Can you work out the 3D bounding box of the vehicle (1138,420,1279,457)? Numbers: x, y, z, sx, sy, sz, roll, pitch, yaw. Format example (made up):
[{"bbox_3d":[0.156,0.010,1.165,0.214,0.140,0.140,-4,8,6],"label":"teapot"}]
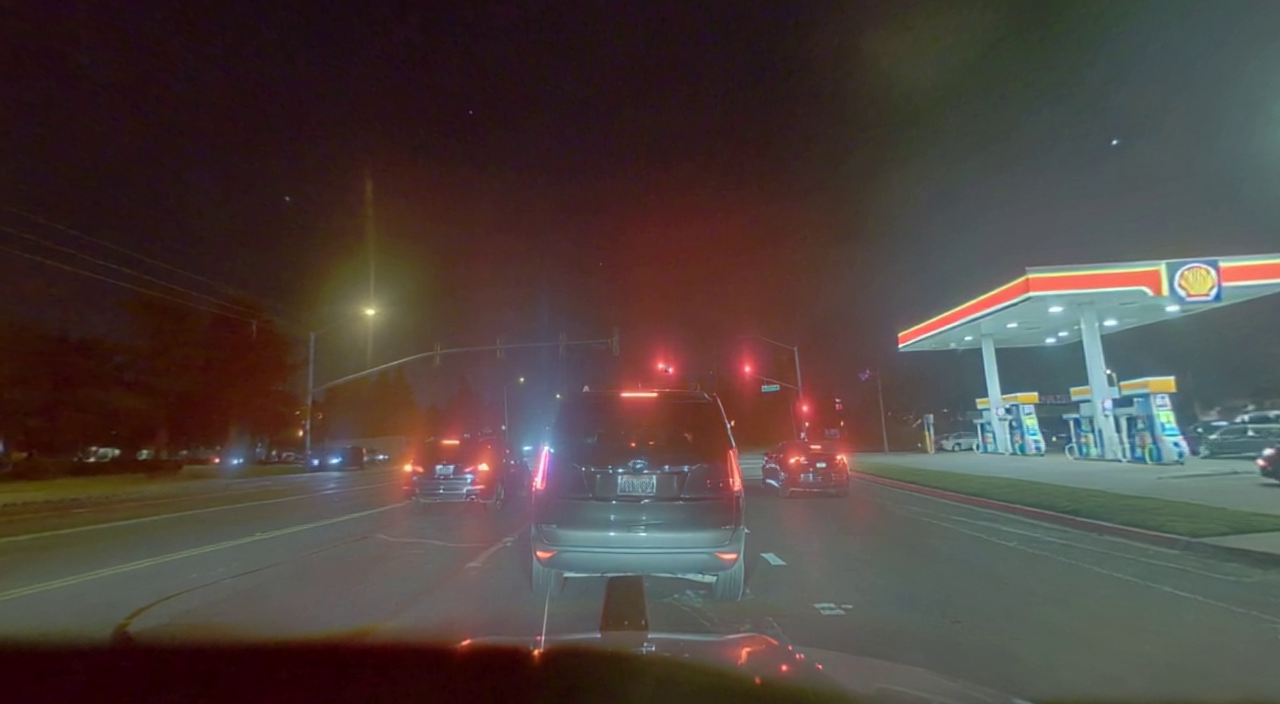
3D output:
[{"bbox_3d":[25.966,3.967,28.776,4.551,1.616,1.973,-2,-9,11],"label":"vehicle"}]

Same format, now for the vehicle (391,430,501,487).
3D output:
[{"bbox_3d":[-6.632,3.708,22.200,2.065,1.753,4.525,-1,-9,6],"label":"vehicle"}]

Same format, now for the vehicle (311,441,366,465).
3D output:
[{"bbox_3d":[-23.318,7.806,48.920,1.988,1.741,4.522,0,-9,0],"label":"vehicle"}]

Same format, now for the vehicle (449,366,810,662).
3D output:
[{"bbox_3d":[0.014,1.319,6.145,2.236,1.819,4.291,-1,-9,3],"label":"vehicle"}]
